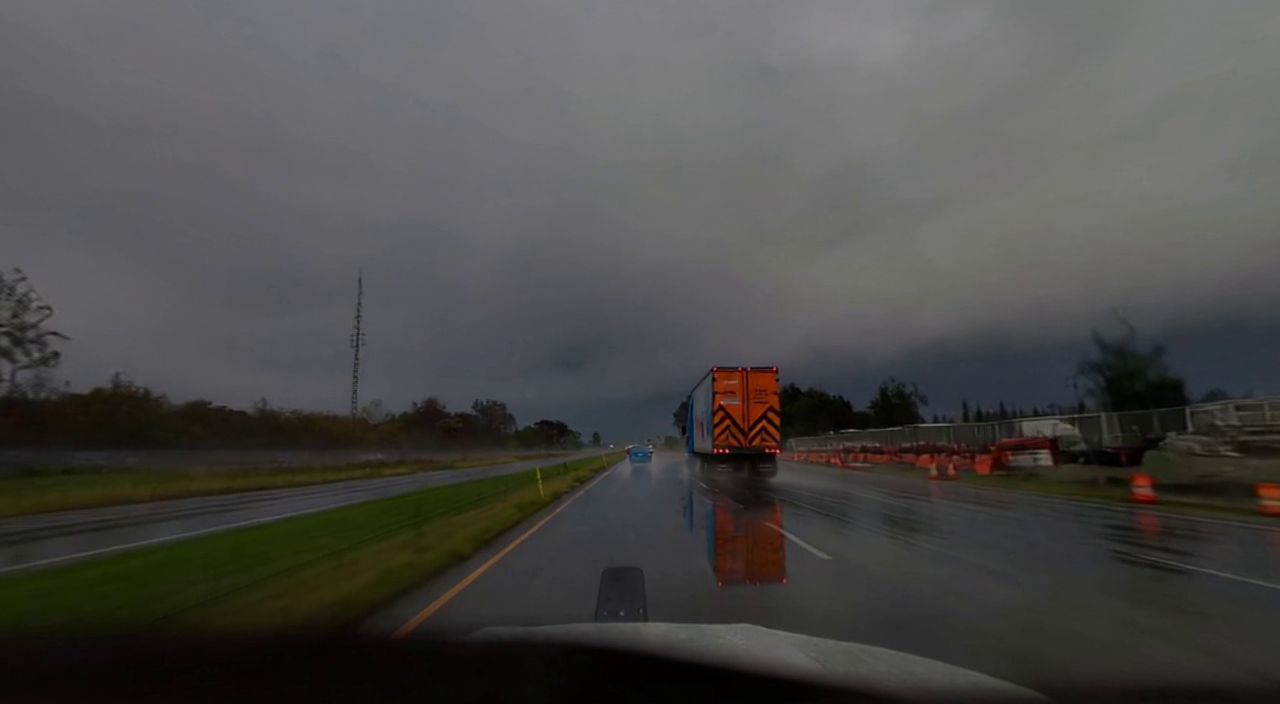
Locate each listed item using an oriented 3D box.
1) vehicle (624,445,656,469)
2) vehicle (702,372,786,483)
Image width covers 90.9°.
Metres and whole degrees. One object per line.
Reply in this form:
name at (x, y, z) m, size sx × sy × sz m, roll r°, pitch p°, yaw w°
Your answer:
vehicle at (0.006, 7.182, 43.235) m, size 2.065 × 1.573 × 3.734 m, roll 0°, pitch -9°, yaw 0°
vehicle at (4.347, 3.385, 27.675) m, size 2.704 × 4.310 × 5.716 m, roll 0°, pitch -9°, yaw 1°
